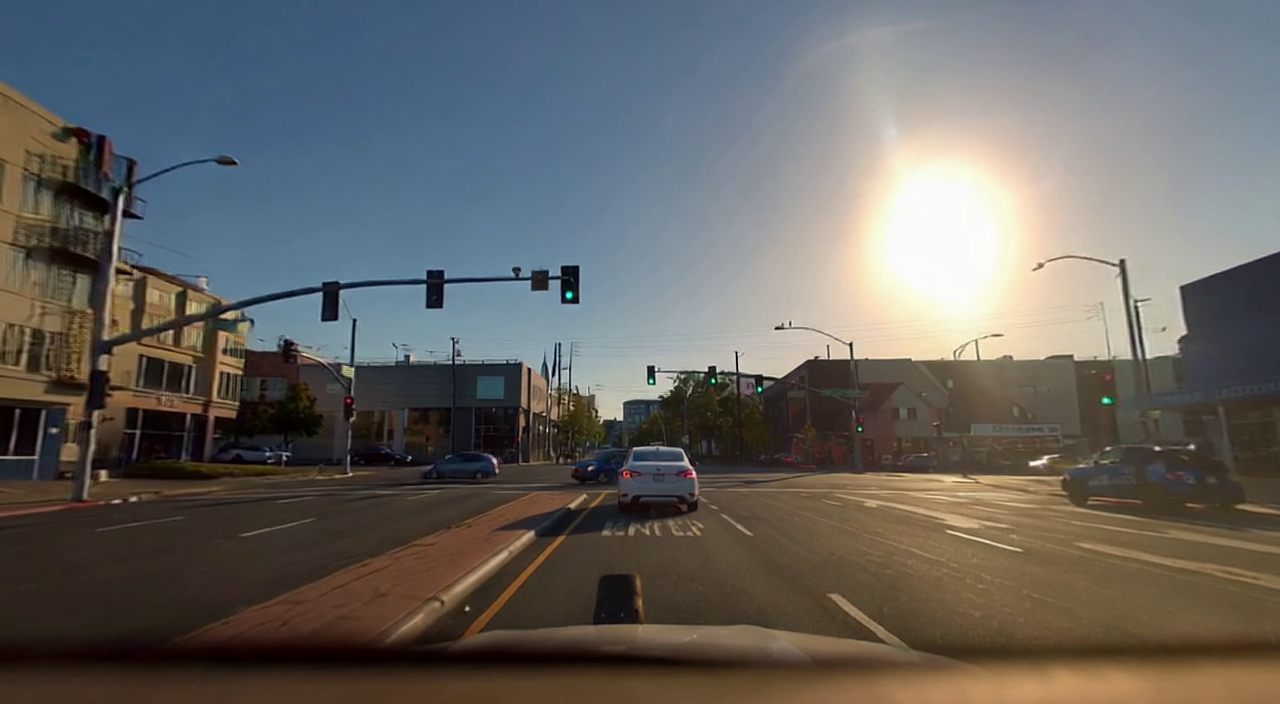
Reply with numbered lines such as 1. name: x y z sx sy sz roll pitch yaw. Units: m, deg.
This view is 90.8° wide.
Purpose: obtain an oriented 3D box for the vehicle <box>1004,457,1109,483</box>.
1. vehicle: 23.983 6.816 36.517 4.684 1.412 1.995 0 -9 -1

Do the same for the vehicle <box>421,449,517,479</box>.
1. vehicle: -8.834 5.765 32.644 4.531 1.434 1.841 -4 -9 22

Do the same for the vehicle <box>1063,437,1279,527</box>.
1. vehicle: 13.989 3.133 15.991 2.309 1.819 5.793 0 -9 -3

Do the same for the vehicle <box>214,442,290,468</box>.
1. vehicle: -30.223 7.986 49.303 1.999 1.702 4.557 -2 -7 30

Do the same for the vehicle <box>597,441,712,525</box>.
1. vehicle: 0.309 2.680 13.505 2.067 1.471 4.241 0 -9 1
